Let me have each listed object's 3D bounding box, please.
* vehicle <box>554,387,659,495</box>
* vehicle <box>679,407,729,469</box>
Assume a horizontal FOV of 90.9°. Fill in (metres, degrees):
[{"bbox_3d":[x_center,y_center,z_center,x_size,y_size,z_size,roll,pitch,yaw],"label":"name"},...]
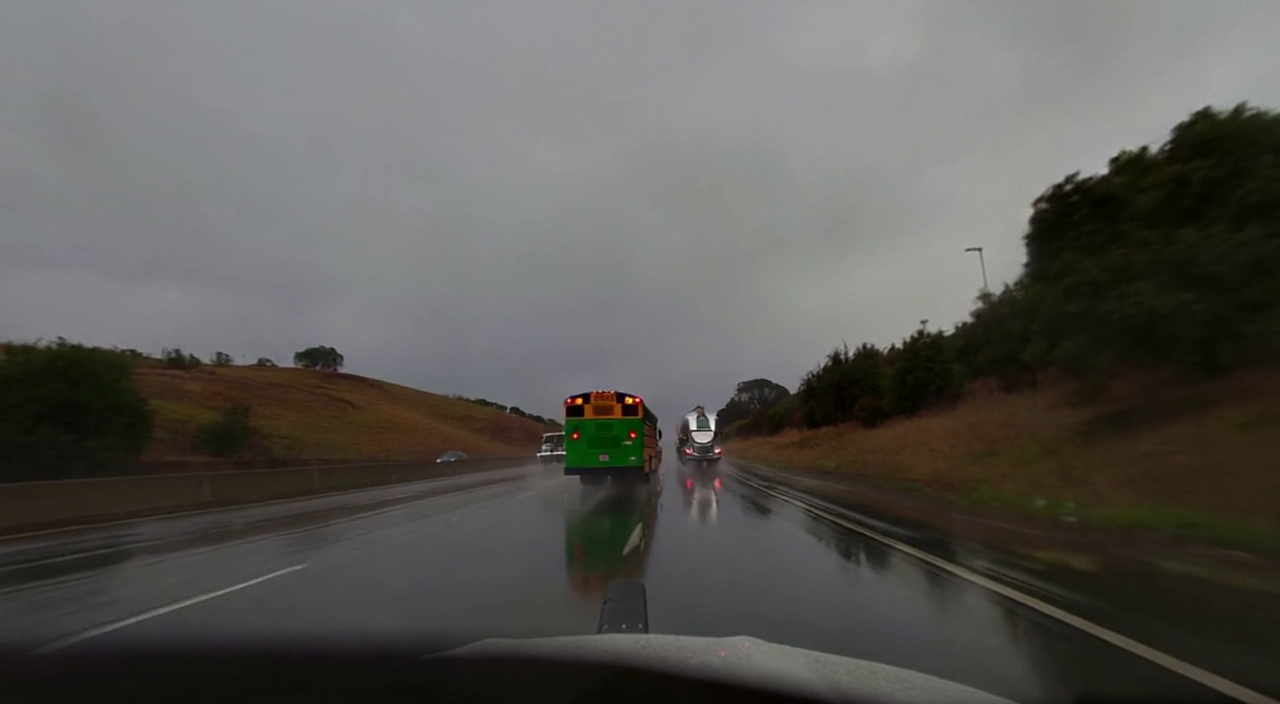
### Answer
[{"bbox_3d":[-0.869,3.465,24.503,2.948,3.265,10.569,0,-8,3],"label":"vehicle"},{"bbox_3d":[4.104,5.774,41.744,2.716,3.705,7.018,0,-9,1],"label":"vehicle"}]
